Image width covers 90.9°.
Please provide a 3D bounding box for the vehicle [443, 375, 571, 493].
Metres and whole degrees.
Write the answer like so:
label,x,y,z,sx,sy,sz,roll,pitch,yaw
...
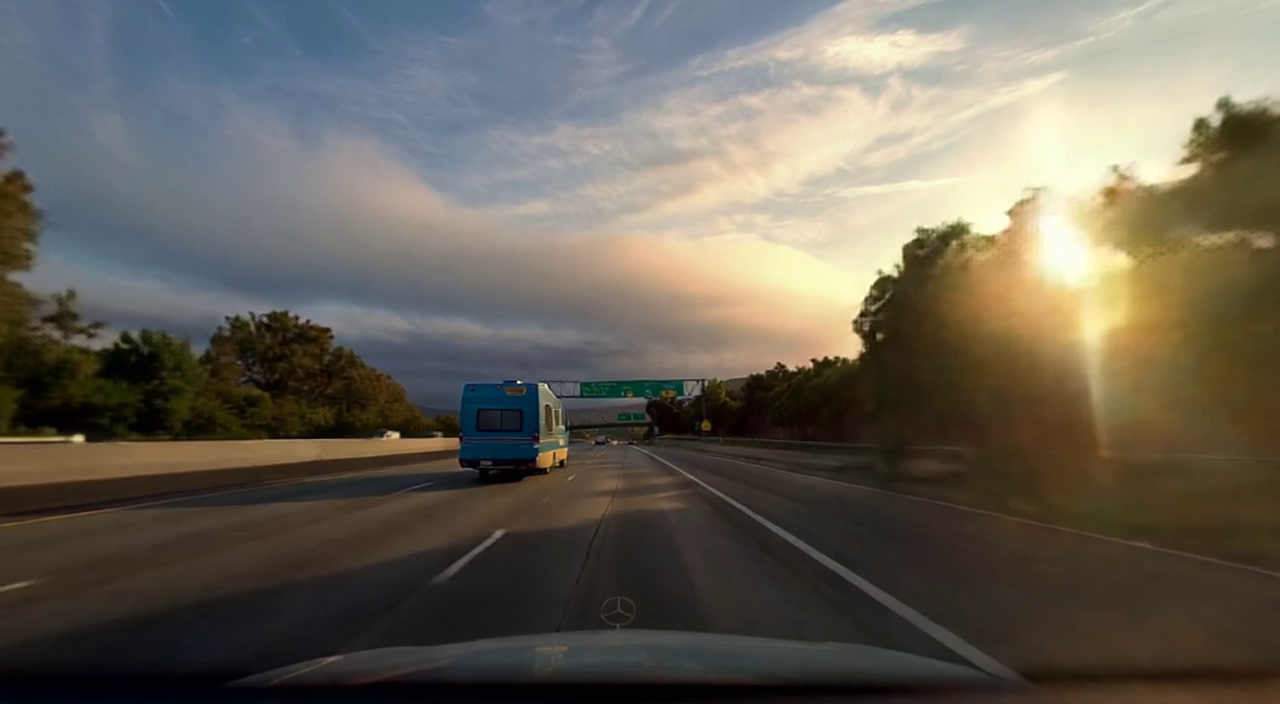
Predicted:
label,x,y,z,sx,sy,sz,roll,pitch,yaw
vehicle,-4.082,2.730,21.187,2.676,3.269,7.388,0,-7,0
